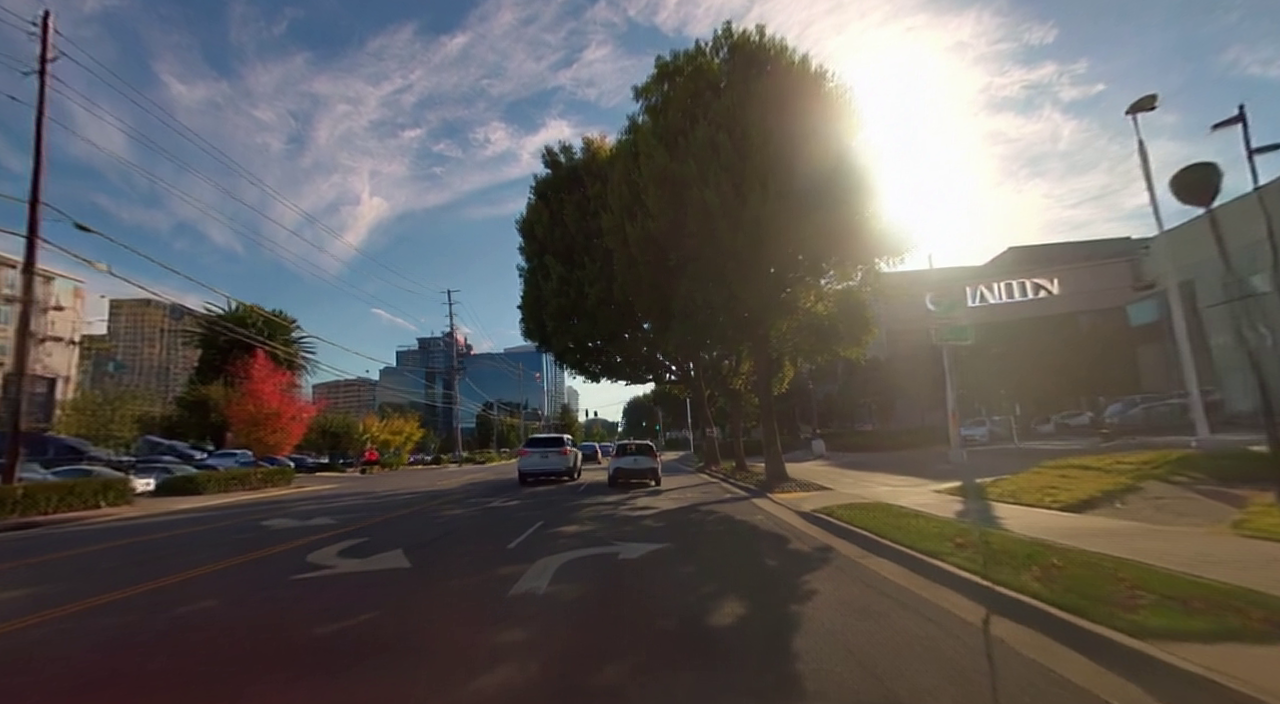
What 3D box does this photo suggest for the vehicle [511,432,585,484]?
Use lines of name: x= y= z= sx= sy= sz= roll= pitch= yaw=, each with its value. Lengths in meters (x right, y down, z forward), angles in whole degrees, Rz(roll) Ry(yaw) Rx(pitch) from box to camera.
vehicle: x=-3.525 y=4.183 z=25.212 sx=2.064 sy=1.859 sz=5.154 roll=0 pitch=-8 yaw=1

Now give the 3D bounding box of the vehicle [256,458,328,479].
vehicle: x=-26.405 y=8.814 z=47.874 sx=4.553 sy=1.479 sz=1.768 roll=-1 pitch=-9 yaw=7

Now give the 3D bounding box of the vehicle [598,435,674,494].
vehicle: x=-0.117 y=3.455 z=19.774 sx=2.108 sy=1.612 sz=4.246 roll=0 pitch=-8 yaw=0
